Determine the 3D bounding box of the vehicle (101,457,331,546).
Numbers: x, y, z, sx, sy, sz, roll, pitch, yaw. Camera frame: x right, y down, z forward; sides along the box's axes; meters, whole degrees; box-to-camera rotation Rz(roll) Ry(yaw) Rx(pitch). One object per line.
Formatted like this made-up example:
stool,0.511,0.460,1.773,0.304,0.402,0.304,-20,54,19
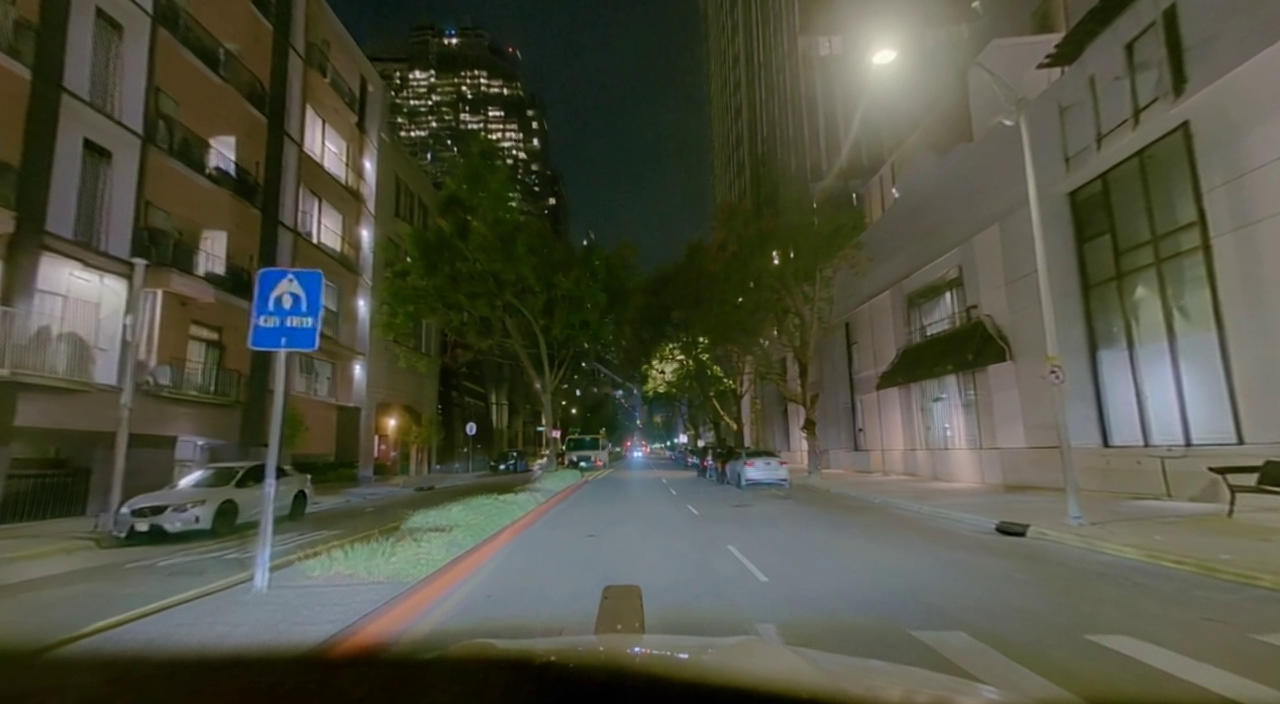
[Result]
vehicle,-8.765,3.081,13.673,2.007,1.503,4.343,0,-8,-1

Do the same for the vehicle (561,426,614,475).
vehicle,-2.984,5.806,37.425,2.317,2.596,6.053,0,-8,2

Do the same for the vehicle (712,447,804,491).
vehicle,4.584,4.393,24.108,1.858,1.491,4.329,-6,-10,33

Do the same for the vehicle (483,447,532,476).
vehicle,-8.867,7.353,42.593,2.256,1.802,4.333,0,-8,1
